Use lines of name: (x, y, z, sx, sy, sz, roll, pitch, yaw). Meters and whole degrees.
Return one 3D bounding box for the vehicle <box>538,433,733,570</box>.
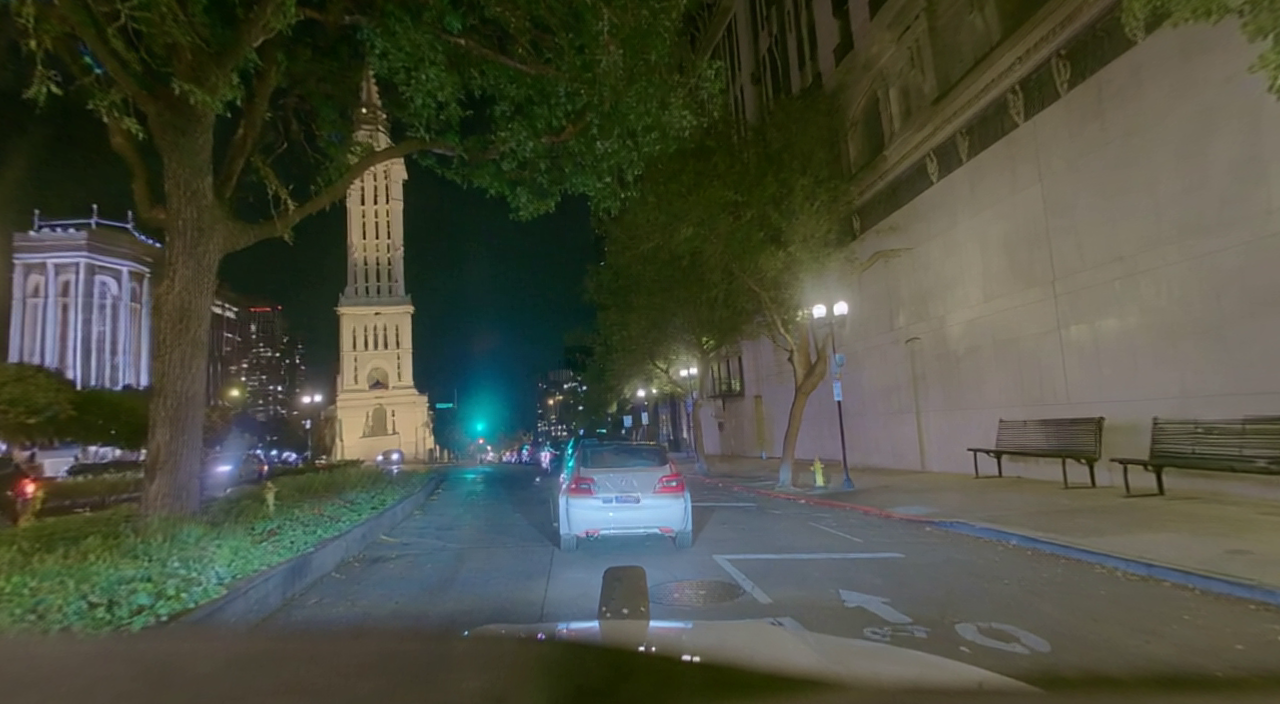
vehicle: (-0.232, 1.941, 9.015, 2.142, 1.475, 4.051, 1, -8, -5)
